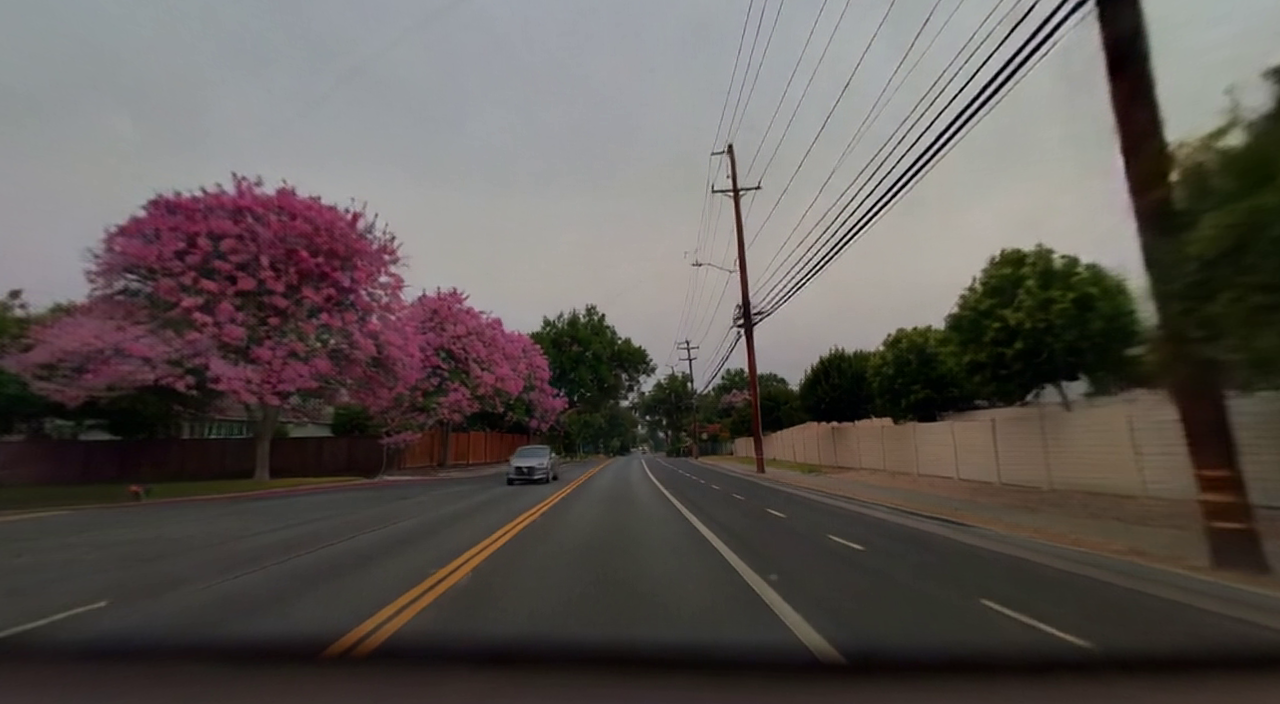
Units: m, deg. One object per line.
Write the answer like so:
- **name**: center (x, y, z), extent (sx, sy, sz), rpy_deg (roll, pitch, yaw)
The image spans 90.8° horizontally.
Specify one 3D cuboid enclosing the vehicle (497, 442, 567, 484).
- **vehicle**: center (-4.243, 4.414, 25.488), extent (2.074, 1.511, 4.126), rpy_deg (0, -8, 0)
